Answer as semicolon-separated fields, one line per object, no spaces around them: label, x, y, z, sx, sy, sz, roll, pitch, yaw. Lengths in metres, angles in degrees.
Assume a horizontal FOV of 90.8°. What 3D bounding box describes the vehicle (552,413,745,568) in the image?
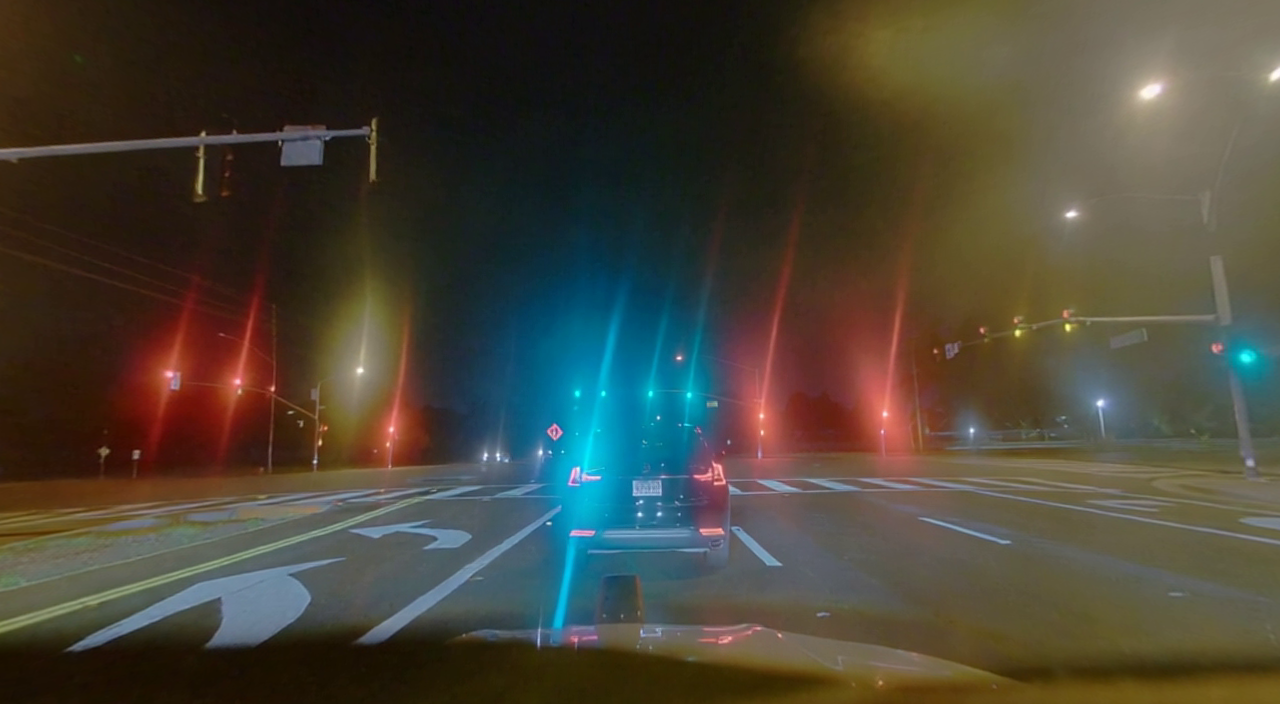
vehicle;0.046;1.754;8.705;2.027;1.626;3.942;0;-8;-1
